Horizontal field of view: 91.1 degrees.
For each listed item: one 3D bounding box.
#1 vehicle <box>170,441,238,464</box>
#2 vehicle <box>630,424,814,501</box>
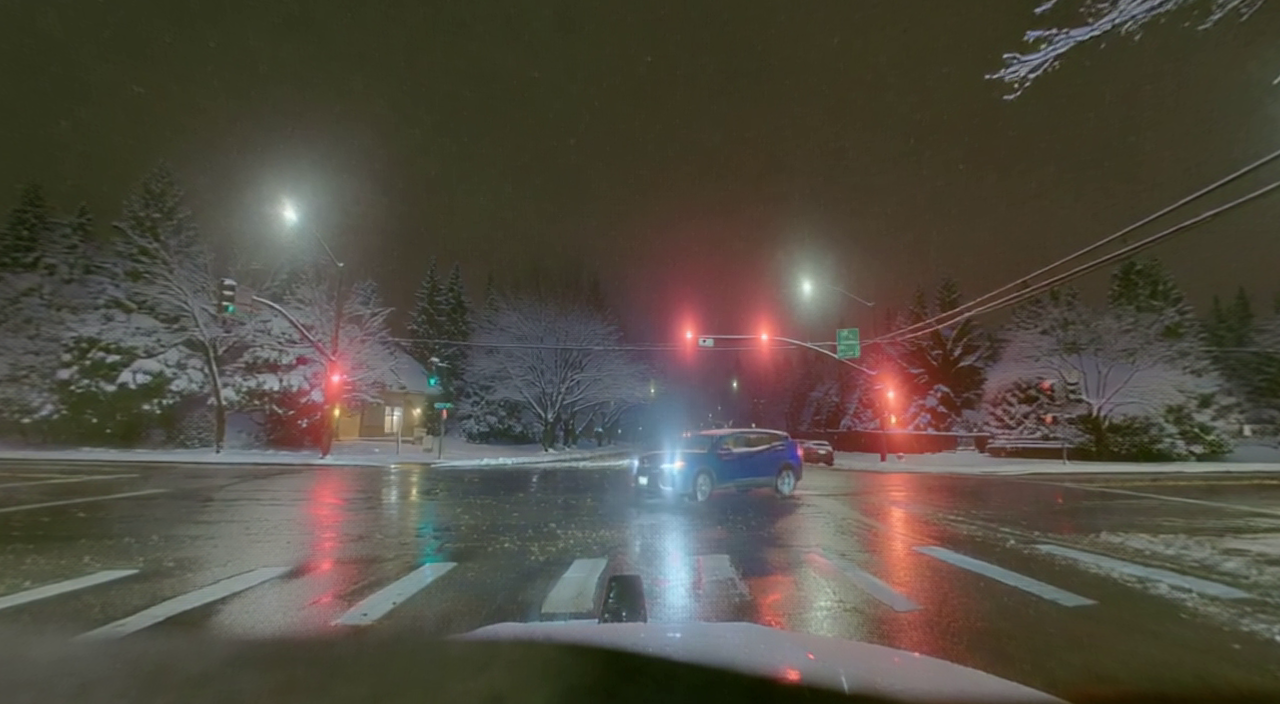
[{"bbox_3d":[-29.114,6.698,42.045,1.696,1.431,3.686,-1,-8,3],"label":"vehicle"},{"bbox_3d":[2.231,2.898,16.866,4.580,1.768,2.134,5,-10,-32],"label":"vehicle"}]
